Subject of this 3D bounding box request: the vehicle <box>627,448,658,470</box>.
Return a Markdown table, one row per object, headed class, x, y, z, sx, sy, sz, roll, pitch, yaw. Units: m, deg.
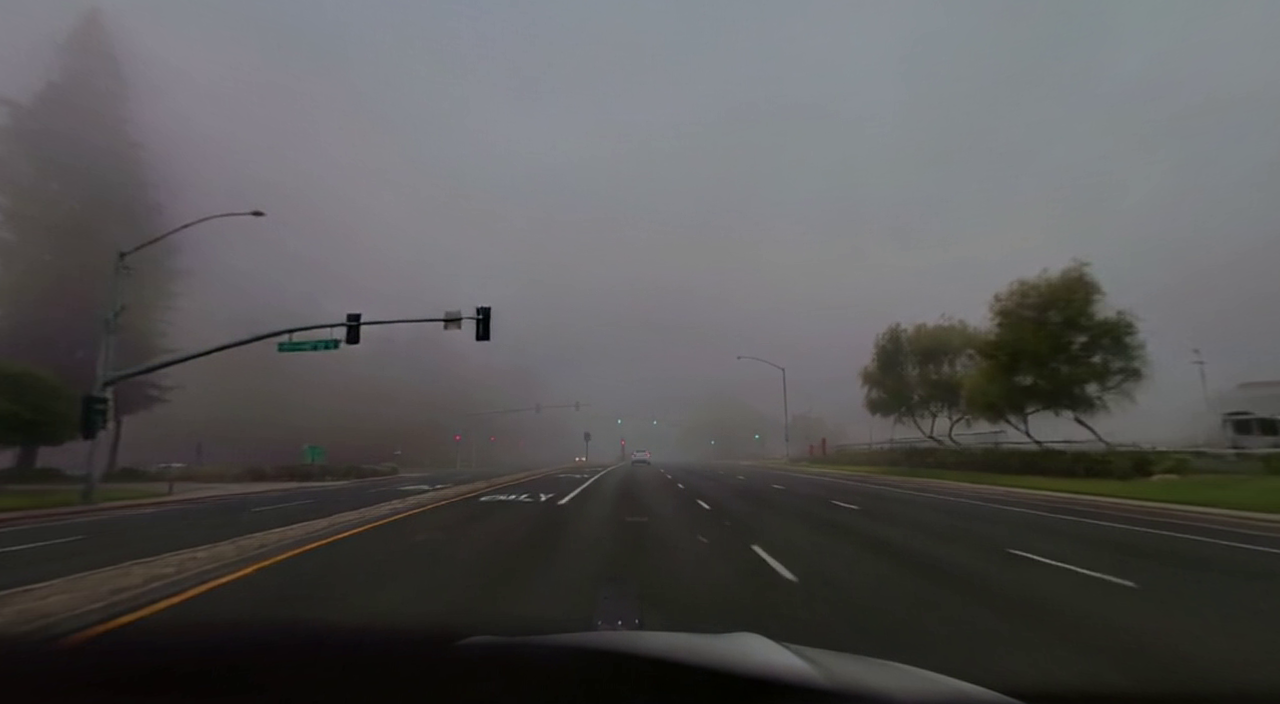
| class | x | y | z | sx | sy | sz | roll | pitch | yaw |
| --- | --- | --- | --- | --- | --- | --- | --- | --- | --- |
| vehicle | 0.187 | 7.585 | 44.975 | 2.064 | 1.477 | 3.968 | 0 | -9 | 0 |
